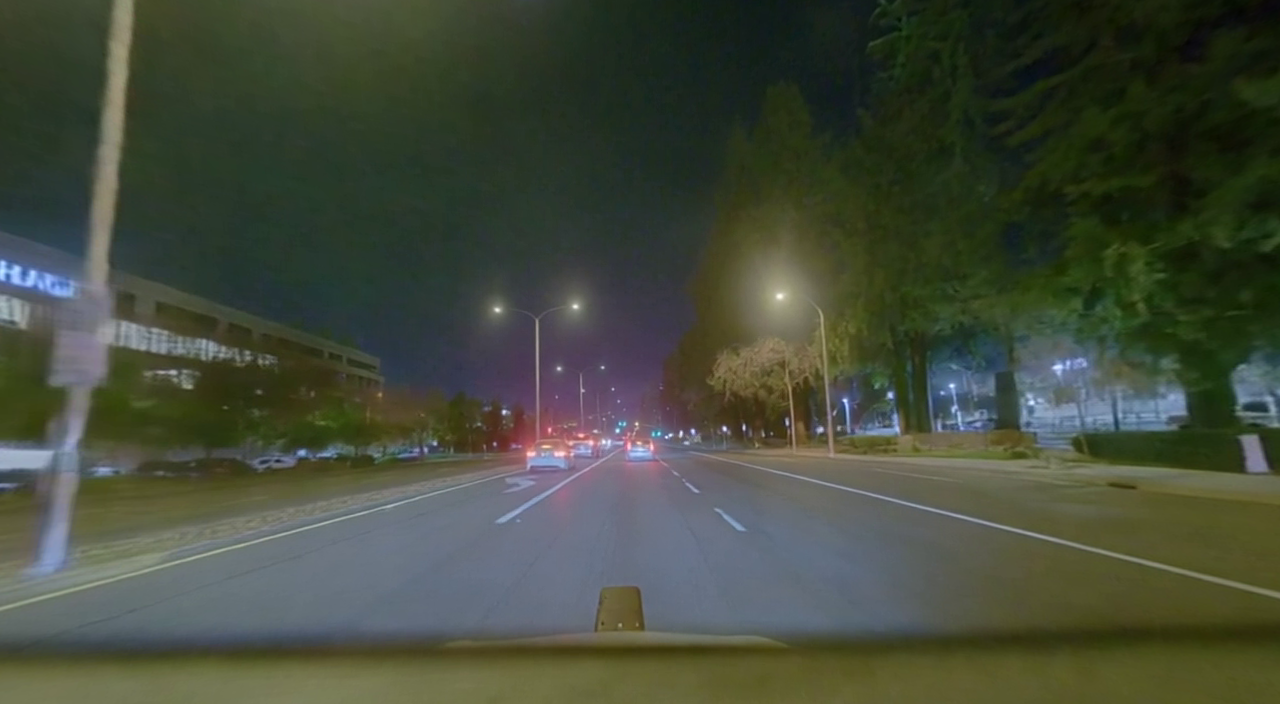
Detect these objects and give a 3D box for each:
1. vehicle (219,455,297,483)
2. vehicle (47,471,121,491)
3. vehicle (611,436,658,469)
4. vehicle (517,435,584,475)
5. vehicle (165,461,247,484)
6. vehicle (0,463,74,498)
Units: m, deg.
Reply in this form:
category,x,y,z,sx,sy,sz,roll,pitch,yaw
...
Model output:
category,x,y,z,sx,sy,sz,roll,pitch,yaw
vehicle,-28.798,8.808,47.749,4.586,1.682,2.003,-3,-8,-4
vehicle,-41.623,9.647,47.314,3.902,1.412,1.716,0,-8,1
vehicle,-0.262,4.817,30.541,2.126,1.475,3.967,0,-8,-1
vehicle,-3.638,4.273,26.431,2.139,1.487,4.453,0,-8,0
vehicle,-29.229,8.093,42.599,4.193,1.435,1.770,0,-8,0
vehicle,-28.743,5.857,28.814,3.942,1.471,1.859,0,-8,-1
